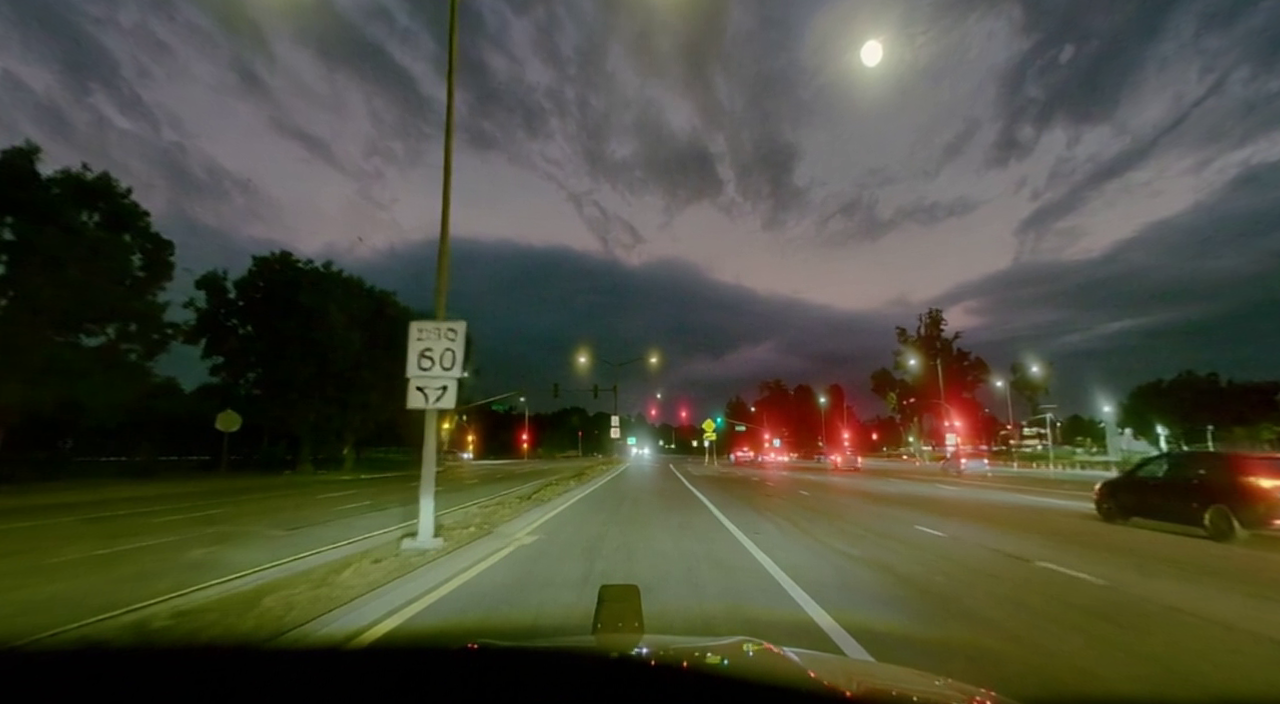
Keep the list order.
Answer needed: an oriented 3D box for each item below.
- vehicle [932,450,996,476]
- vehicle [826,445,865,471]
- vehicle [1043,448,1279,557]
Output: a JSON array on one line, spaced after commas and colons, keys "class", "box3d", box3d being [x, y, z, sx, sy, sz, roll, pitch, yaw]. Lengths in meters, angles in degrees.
[{"class": "vehicle", "box3d": [20.975, 7.205, 41.139, 1.896, 1.524, 4.562, 0, -8, 3]}, {"class": "vehicle", "box3d": [15.380, 7.911, 47.531, 1.951, 1.843, 4.335, -1, -8, 7]}, {"class": "vehicle", "box3d": [9.614, 2.491, 11.269, 1.933, 1.500, 4.458, 0, -8, 1]}]
